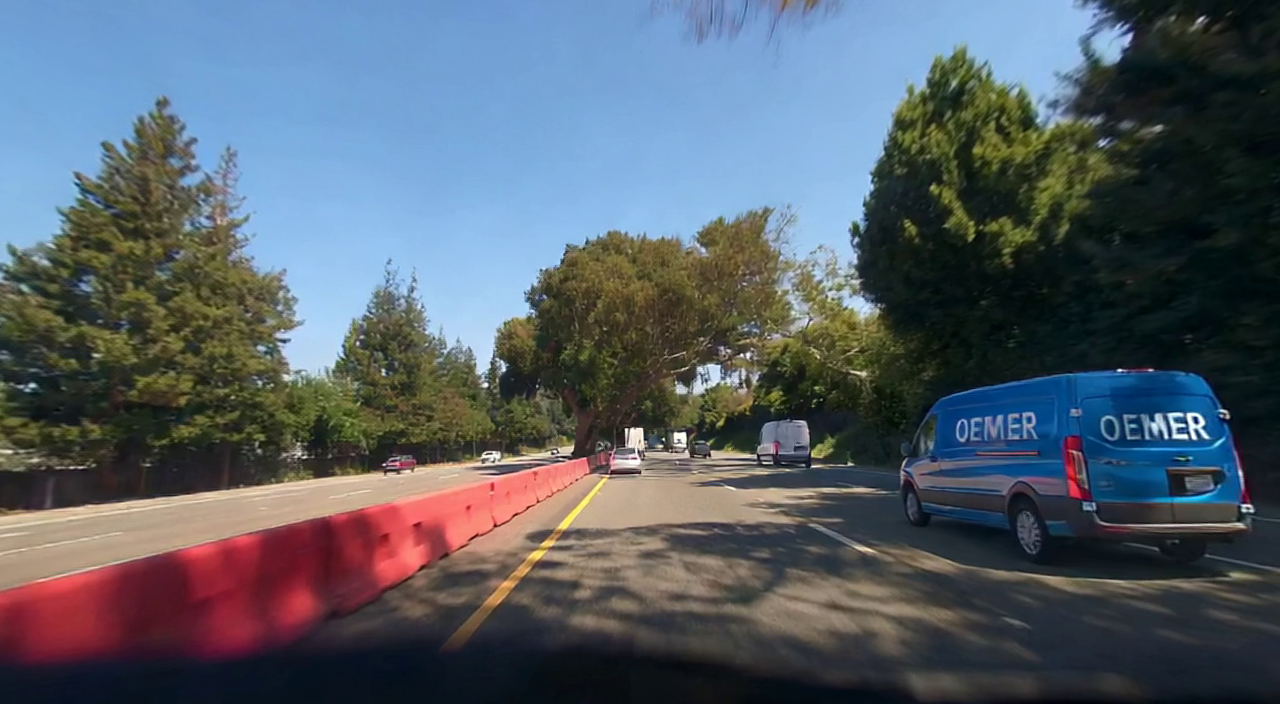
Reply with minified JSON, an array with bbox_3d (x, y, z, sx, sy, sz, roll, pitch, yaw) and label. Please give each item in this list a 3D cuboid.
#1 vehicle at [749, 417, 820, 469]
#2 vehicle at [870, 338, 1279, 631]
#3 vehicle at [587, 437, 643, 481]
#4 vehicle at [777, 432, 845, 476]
[{"bbox_3d":[7.949,5.104,35.230,2.385,2.635,5.633,0,-8,-2],"label":"vehicle"},{"bbox_3d":[4.747,1.263,6.987,2.223,2.008,5.121,0,-8,-2],"label":"vehicle"},{"bbox_3d":[-0.985,4.280,25.526,2.100,1.636,3.620,0,-8,-2],"label":"vehicle"},{"bbox_3d":[8.135,4.872,30.292,2.255,1.960,3.229,0,-8,-1],"label":"vehicle"}]
